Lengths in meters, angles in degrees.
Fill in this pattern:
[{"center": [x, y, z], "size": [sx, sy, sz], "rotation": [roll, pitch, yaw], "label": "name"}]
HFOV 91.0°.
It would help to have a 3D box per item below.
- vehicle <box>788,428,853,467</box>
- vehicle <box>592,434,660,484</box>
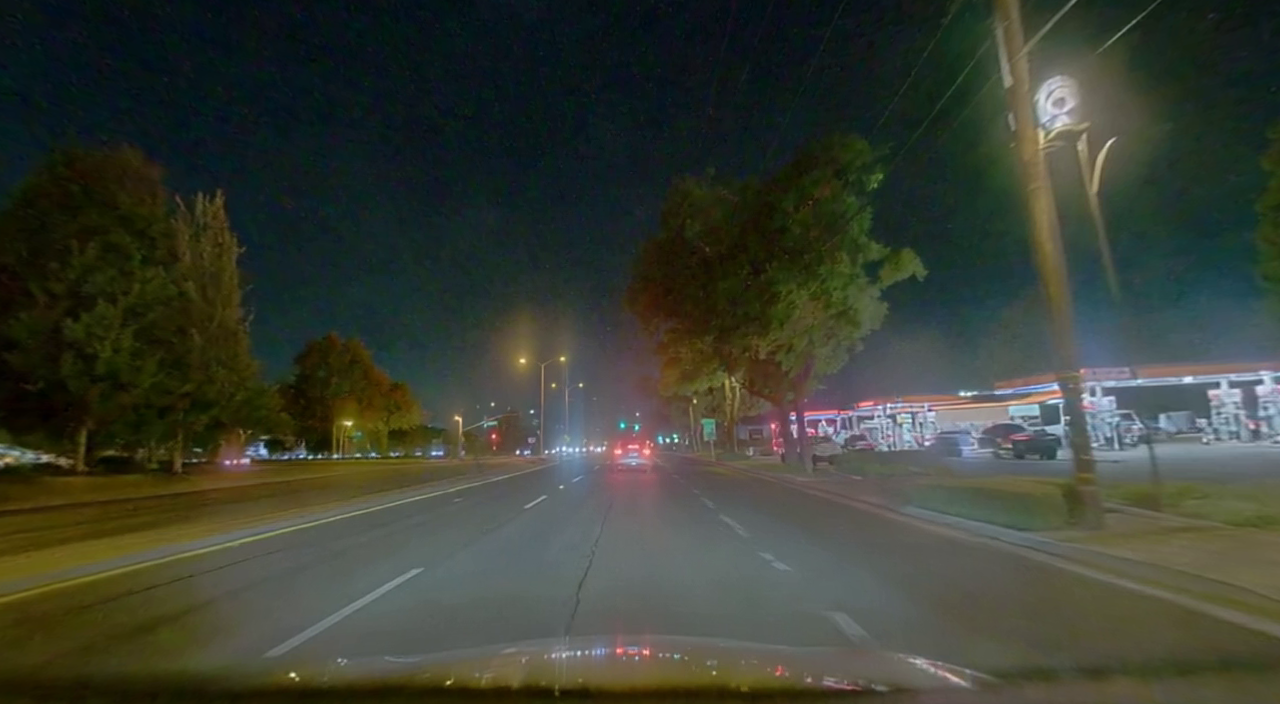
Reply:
[{"center": [9.272, 4.957, 32.720], "size": [2.083, 1.882, 4.674], "rotation": [0, -8, 1], "label": "vehicle"}, {"center": [-0.410, 3.585, 21.411], "size": [2.062, 1.519, 4.214], "rotation": [0, -8, 0], "label": "vehicle"}]
